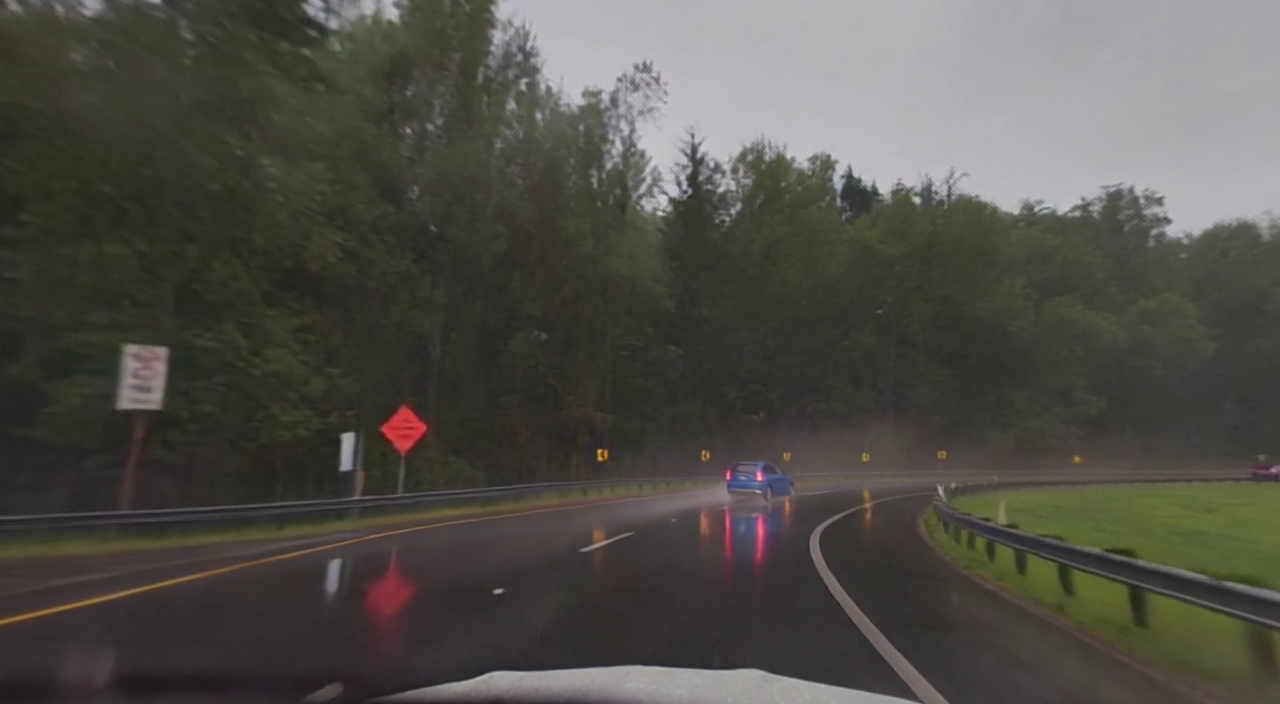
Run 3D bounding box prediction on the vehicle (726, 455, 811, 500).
[{"bbox_3d":[5.467,5.217,26.383,1.997,1.692,4.422,-6,-12,32],"label":"vehicle"}]
